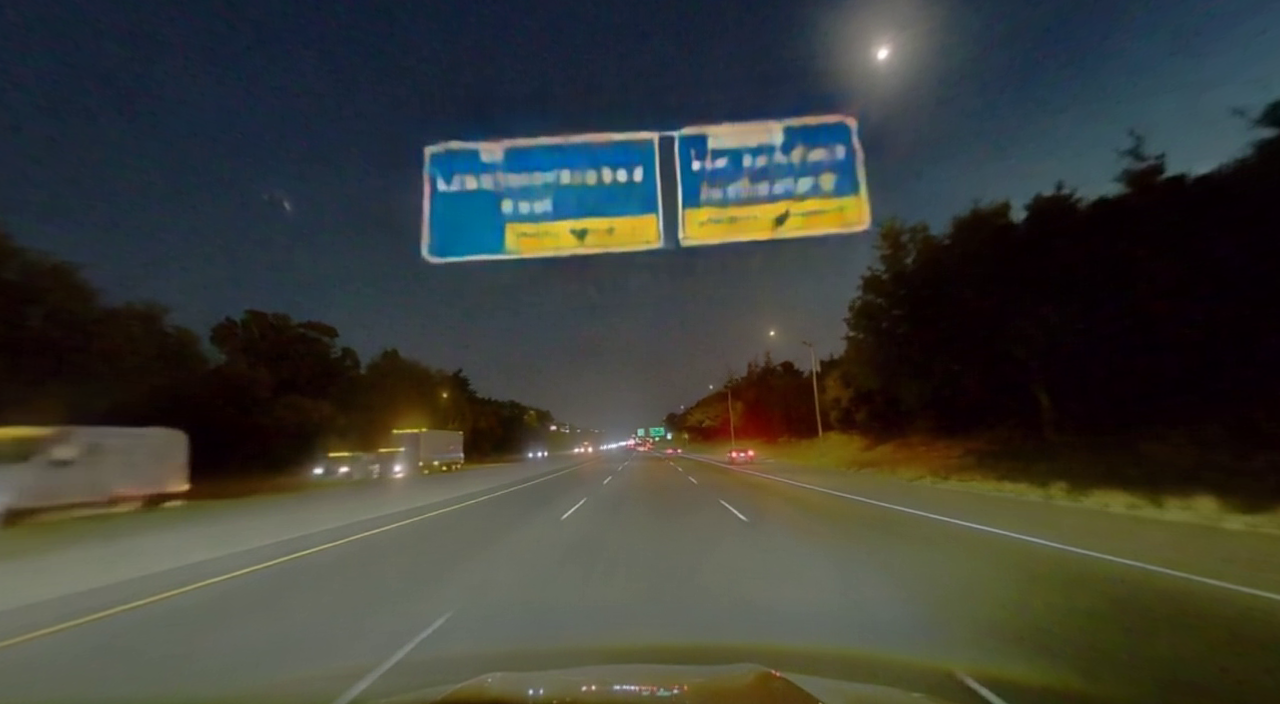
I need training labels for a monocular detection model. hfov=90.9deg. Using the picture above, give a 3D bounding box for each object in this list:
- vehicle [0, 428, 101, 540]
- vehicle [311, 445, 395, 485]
[{"bbox_3d":[-15.587,2.945,13.997,2.281,2.519,5.502,0,-9,0],"label":"vehicle"},{"bbox_3d":[-19.221,7.586,42.658,2.444,2.485,6.531,0,-9,1],"label":"vehicle"}]
